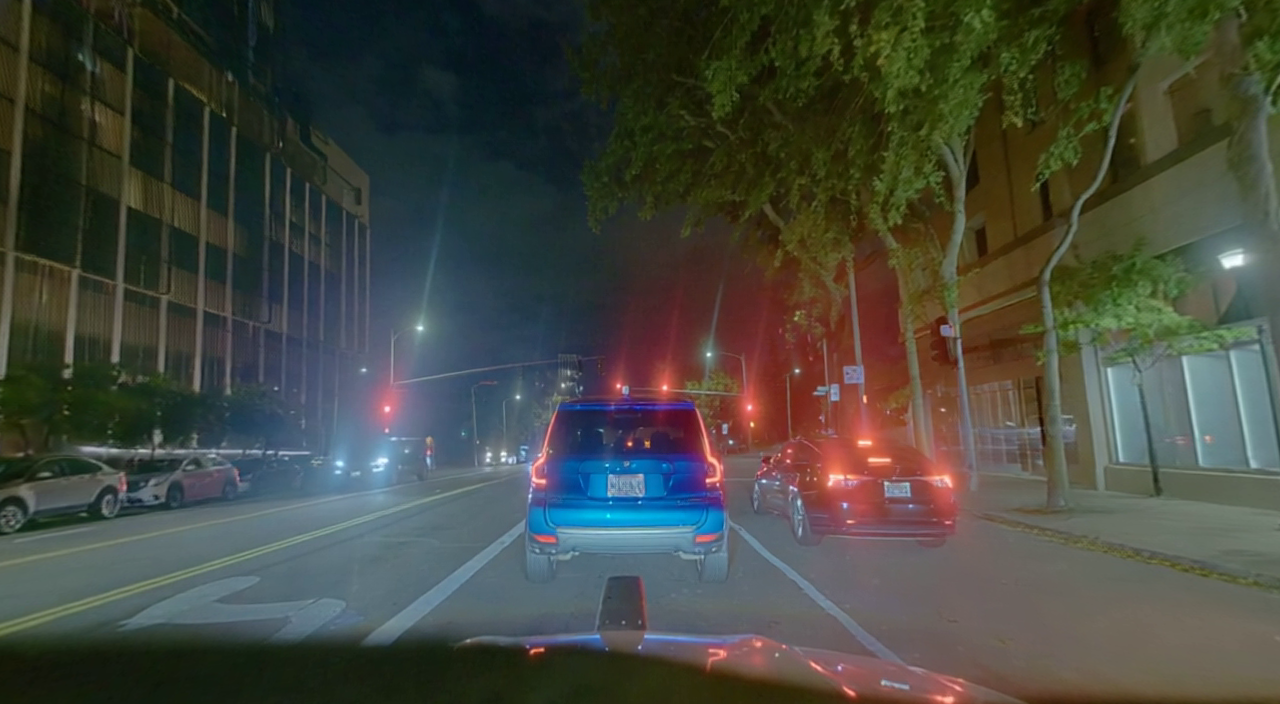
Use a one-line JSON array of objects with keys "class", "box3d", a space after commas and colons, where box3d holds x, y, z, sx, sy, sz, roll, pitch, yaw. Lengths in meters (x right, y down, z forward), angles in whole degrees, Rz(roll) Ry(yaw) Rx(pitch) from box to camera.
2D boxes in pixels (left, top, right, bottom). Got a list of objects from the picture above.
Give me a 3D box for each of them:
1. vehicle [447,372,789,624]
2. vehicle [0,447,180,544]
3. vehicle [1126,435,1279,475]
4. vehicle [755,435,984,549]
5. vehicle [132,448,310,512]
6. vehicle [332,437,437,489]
[{"class": "vehicle", "box3d": [-0.153, 1.362, 6.760, 2.453, 1.816, 4.300, 0, -8, 0]}, {"class": "vehicle", "box3d": [-12.534, 2.913, 13.464, 1.891, 1.723, 4.360, 0, -8, 1]}, {"class": "vehicle", "box3d": [22.169, 4.048, 24.965, 4.055, 1.469, 1.848, -4, -9, 25]}, {"class": "vehicle", "box3d": [3.298, 2.082, 10.079, 2.056, 1.422, 4.130, 0, -8, -1]}, {"class": "vehicle", "box3d": [-12.453, 3.787, 19.170, 2.207, 1.648, 4.675, 0, -8, -1]}, {"class": "vehicle", "box3d": [-9.174, 4.006, 23.008, 2.054, 1.722, 4.292, 0, -8, -1]}]
